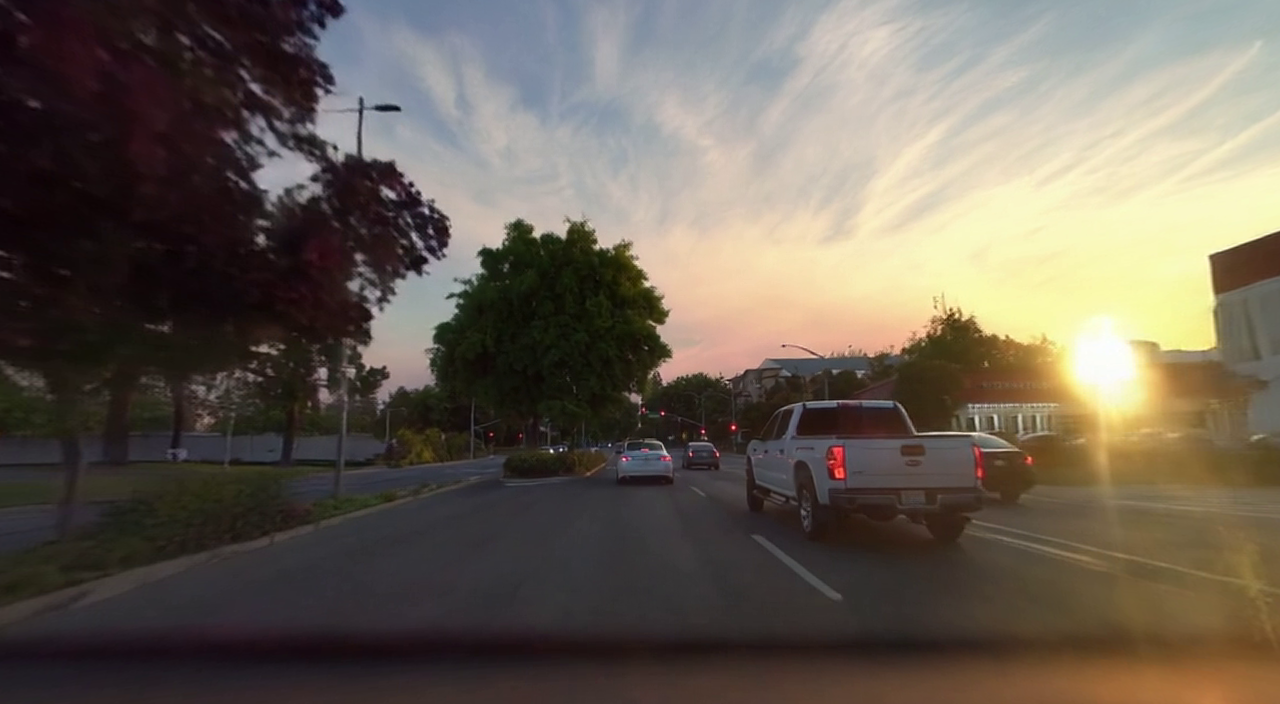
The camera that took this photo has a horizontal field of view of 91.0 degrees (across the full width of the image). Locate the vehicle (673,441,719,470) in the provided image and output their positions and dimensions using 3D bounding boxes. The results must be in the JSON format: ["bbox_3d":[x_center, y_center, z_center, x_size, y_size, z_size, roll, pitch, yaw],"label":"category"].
[{"bbox_3d":[2.898,5.503,33.660,1.970,1.464,4.249,0,-8,-1],"label":"vehicle"}]

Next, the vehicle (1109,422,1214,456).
[{"bbox_3d":[28.778,4.844,34.851,3.992,1.669,1.803,-3,-9,3],"label":"vehicle"}]

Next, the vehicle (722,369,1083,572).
[{"bbox_3d":[3.134,1.665,9.641,2.731,2.101,6.047,0,-8,-2],"label":"vehicle"}]

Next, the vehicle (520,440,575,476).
[{"bbox_3d":[-4.104,4.755,28.503,1.960,1.475,4.161,0,-8,-1],"label":"vehicle"}]

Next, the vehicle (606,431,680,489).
[{"bbox_3d":[0.031,3.450,20.429,2.145,1.650,4.021,0,-8,-2],"label":"vehicle"}]
